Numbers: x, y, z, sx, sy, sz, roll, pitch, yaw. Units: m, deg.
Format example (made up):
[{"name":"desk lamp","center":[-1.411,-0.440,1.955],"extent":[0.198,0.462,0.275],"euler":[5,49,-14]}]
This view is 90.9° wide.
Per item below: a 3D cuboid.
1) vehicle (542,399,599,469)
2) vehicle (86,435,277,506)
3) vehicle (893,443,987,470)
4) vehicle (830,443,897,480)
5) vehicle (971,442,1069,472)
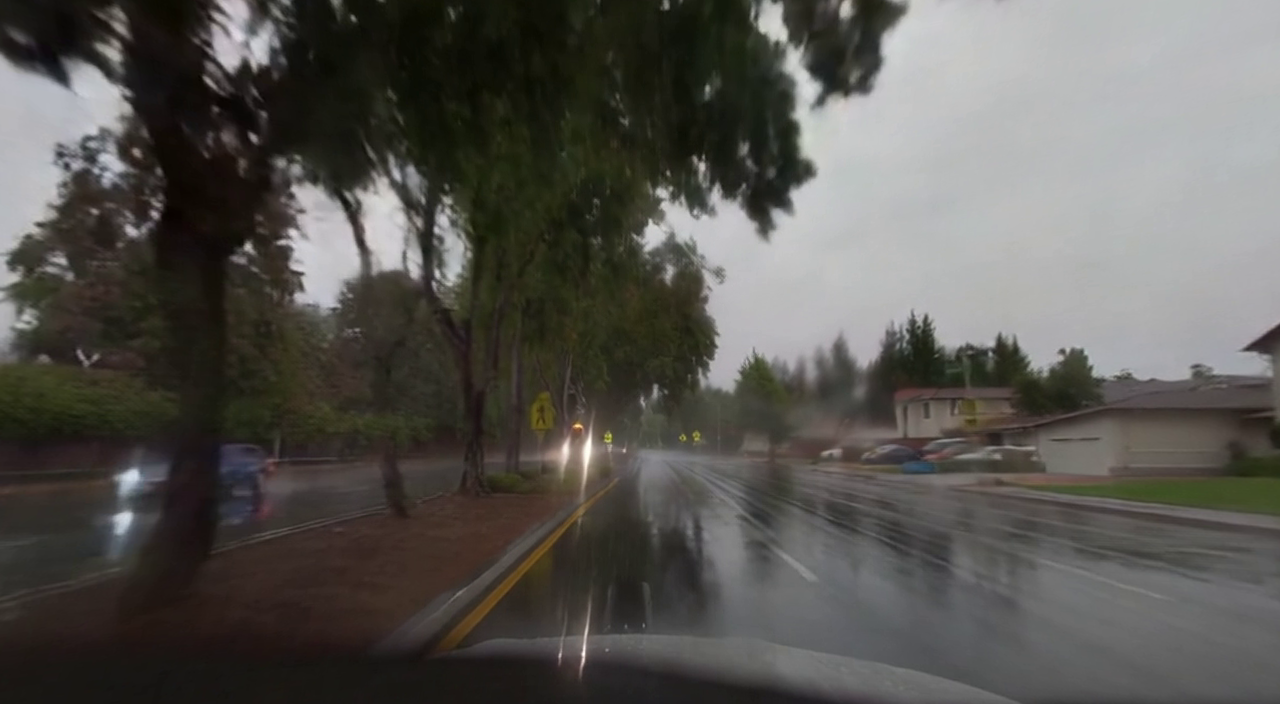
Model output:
[{"name":"vehicle","center":[-3.924,4.739,36.394],"extent":[3.008,3.786,3.422],"euler":[0,-8,-2]},{"name":"vehicle","center":[-14.194,3.674,20.080],"extent":[2.145,1.937,5.203],"euler":[0,-8,0]},{"name":"vehicle","center":[20.224,7.047,42.655],"extent":[5.184,1.713,2.210],"euler":[0,-8,0]},{"name":"vehicle","center":[11.448,5.608,32.614],"extent":[1.976,1.780,4.352],"euler":[0,-8,1]},{"name":"vehicle","center":[22.646,6.253,37.723],"extent":[4.570,1.521,2.029],"euler":[1,-8,6]}]
